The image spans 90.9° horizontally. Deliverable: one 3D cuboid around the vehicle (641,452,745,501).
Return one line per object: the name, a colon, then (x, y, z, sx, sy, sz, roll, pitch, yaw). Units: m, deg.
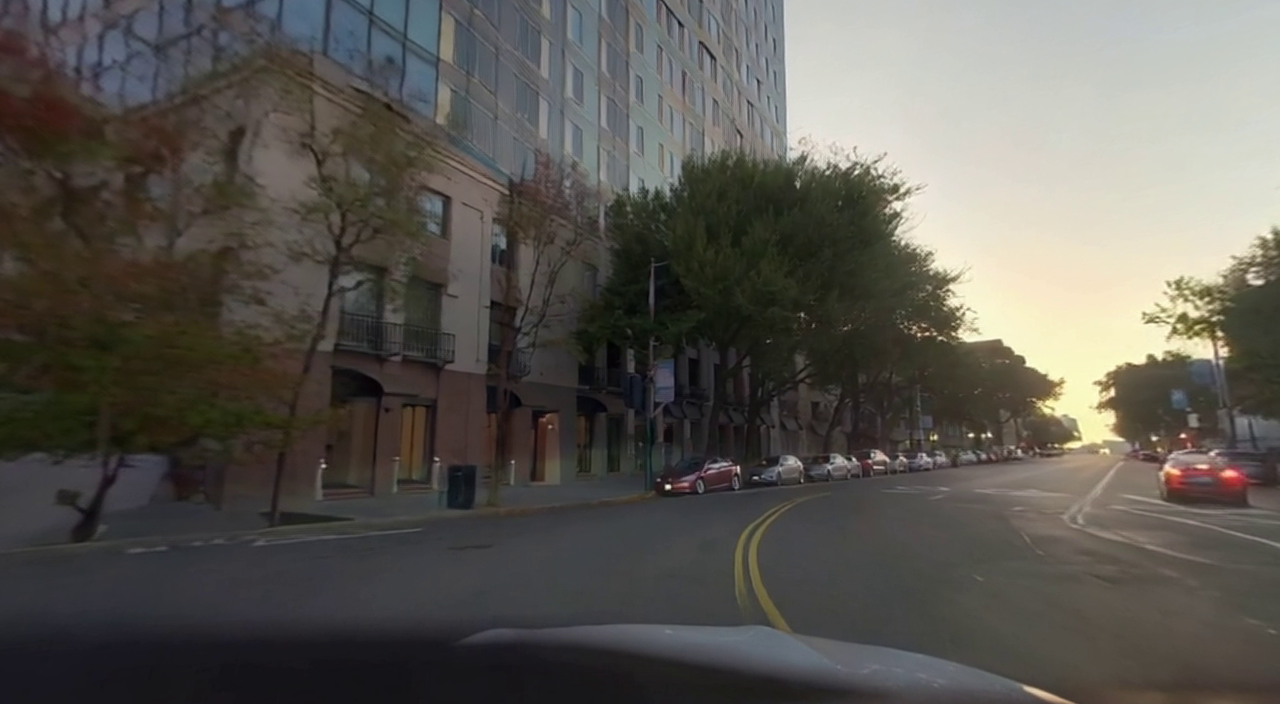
vehicle: (2.092, 4.632, 23.879, 1.922, 1.628, 4.291, -7, -11, 36)

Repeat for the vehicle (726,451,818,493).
vehicle: (6.020, 5.327, 28.331, 2.179, 1.658, 4.765, -7, -11, 37)

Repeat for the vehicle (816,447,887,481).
vehicle: (12.564, 6.544, 37.196, 2.171, 1.816, 5.274, -7, -11, 39)

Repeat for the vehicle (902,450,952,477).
vehicle: (17.317, 6.686, 37.946, 1.852, 1.465, 4.092, -6, -11, 36)

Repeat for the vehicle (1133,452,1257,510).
vehicle: (16.794, 3.852, 19.351, 2.148, 1.488, 4.508, -6, -10, 33)
